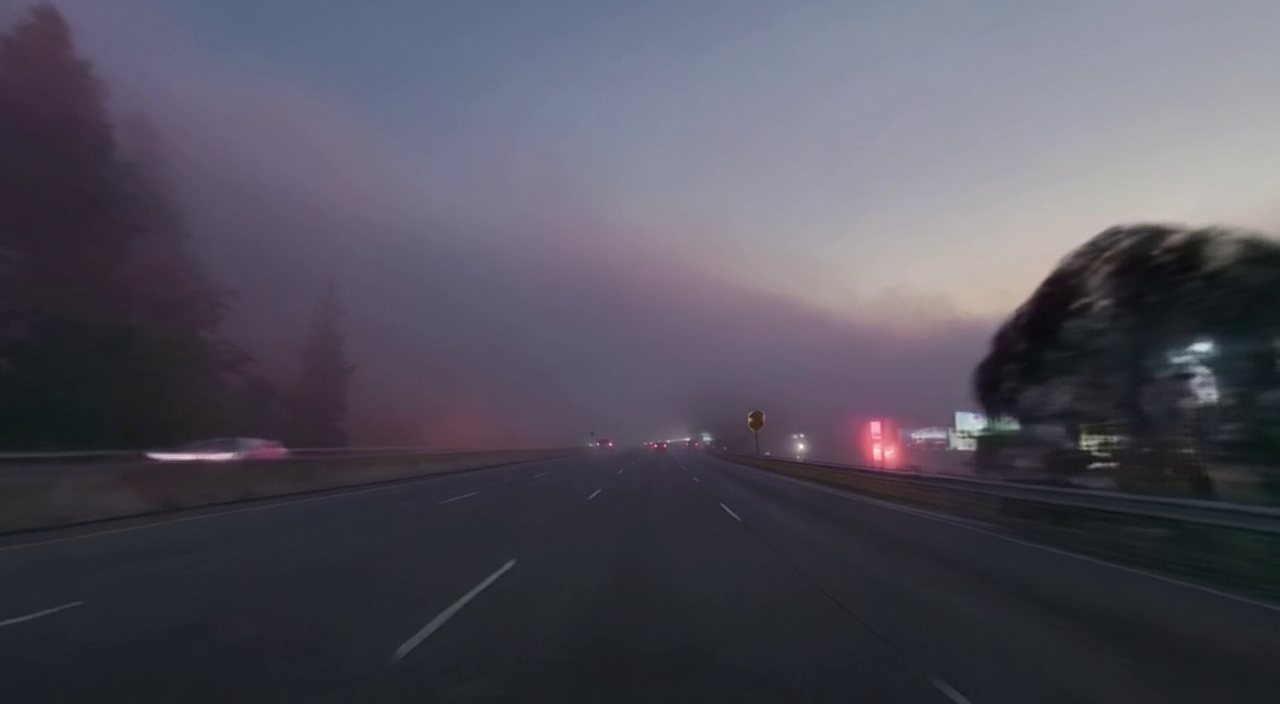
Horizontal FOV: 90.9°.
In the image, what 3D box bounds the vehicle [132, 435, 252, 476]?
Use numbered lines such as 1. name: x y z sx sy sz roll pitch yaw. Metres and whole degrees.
1. vehicle: -17.066 3.966 24.263 1.768 1.431 3.605 0 -8 4
